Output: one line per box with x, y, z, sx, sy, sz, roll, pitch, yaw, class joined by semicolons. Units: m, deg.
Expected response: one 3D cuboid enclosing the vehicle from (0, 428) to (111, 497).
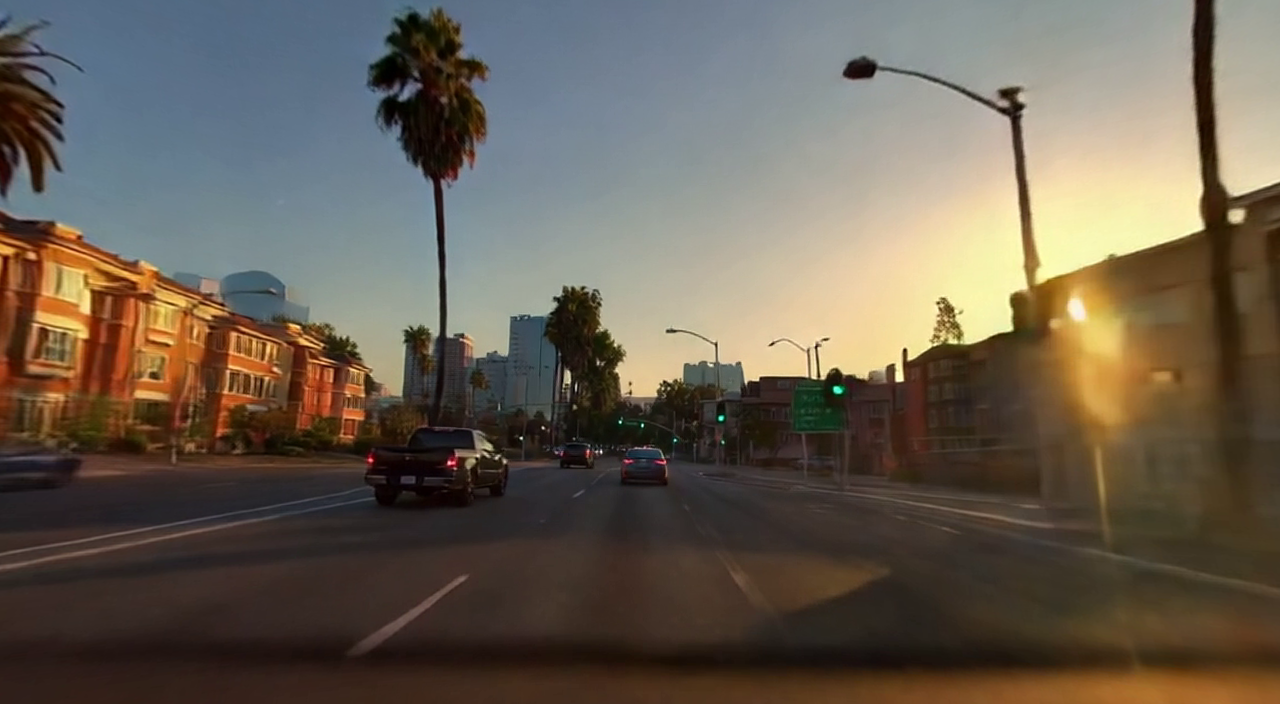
-19.223;3.295;18.798;2.179;1.926;5.037;-1;-9;3;vehicle

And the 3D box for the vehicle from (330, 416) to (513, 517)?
-4.815;2.670;15.148;2.187;1.904;6.103;0;-9;1;vehicle

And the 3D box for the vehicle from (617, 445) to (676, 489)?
0.252;4.496;24.844;2.122;1.562;4.152;0;-9;1;vehicle

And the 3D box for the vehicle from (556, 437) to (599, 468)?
-4.473;7.340;45.839;2.447;2.062;5.911;0;-9;1;vehicle
